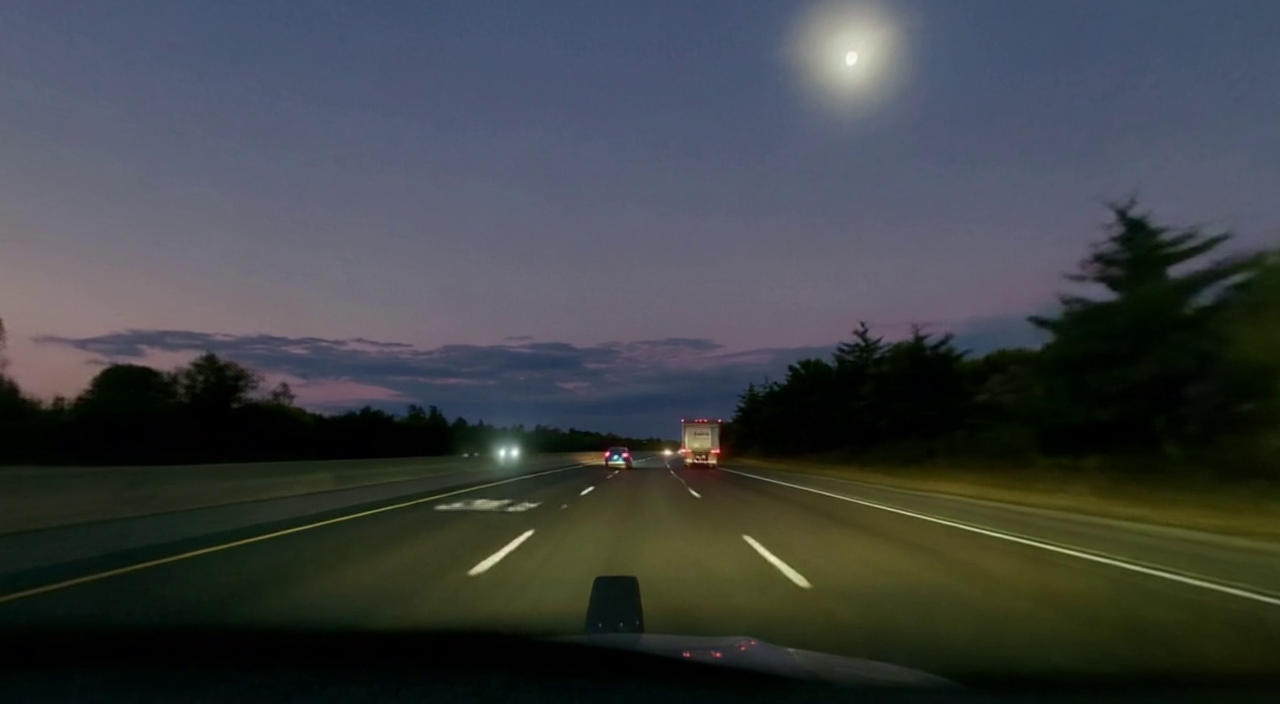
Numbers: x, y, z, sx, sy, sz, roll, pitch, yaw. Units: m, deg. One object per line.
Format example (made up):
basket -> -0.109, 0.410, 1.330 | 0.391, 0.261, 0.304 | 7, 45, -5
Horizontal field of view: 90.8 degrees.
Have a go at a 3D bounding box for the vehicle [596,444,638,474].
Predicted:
vehicle -> -1.317, 6.472, 38.166 | 2.297, 1.683, 4.385 | 0, -9, 2

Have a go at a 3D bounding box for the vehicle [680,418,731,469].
vehicle -> 4.796, 7.001, 48.016 | 2.960, 3.547, 8.560 | 0, -9, 0
